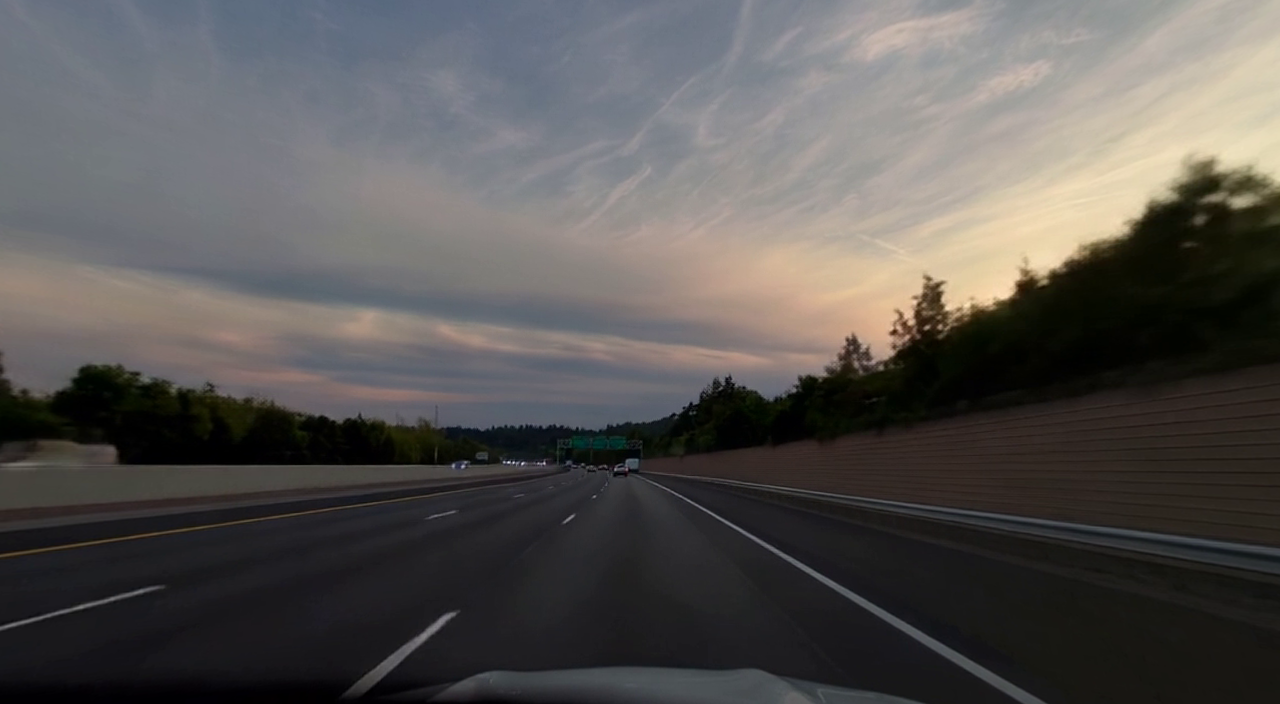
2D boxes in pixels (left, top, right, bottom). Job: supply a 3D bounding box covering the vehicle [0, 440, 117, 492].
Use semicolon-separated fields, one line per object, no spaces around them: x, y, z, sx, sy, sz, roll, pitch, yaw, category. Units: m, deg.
-20.675;3.861;21.367;1.979;1.590;4.456;1;-10;-1;vehicle
